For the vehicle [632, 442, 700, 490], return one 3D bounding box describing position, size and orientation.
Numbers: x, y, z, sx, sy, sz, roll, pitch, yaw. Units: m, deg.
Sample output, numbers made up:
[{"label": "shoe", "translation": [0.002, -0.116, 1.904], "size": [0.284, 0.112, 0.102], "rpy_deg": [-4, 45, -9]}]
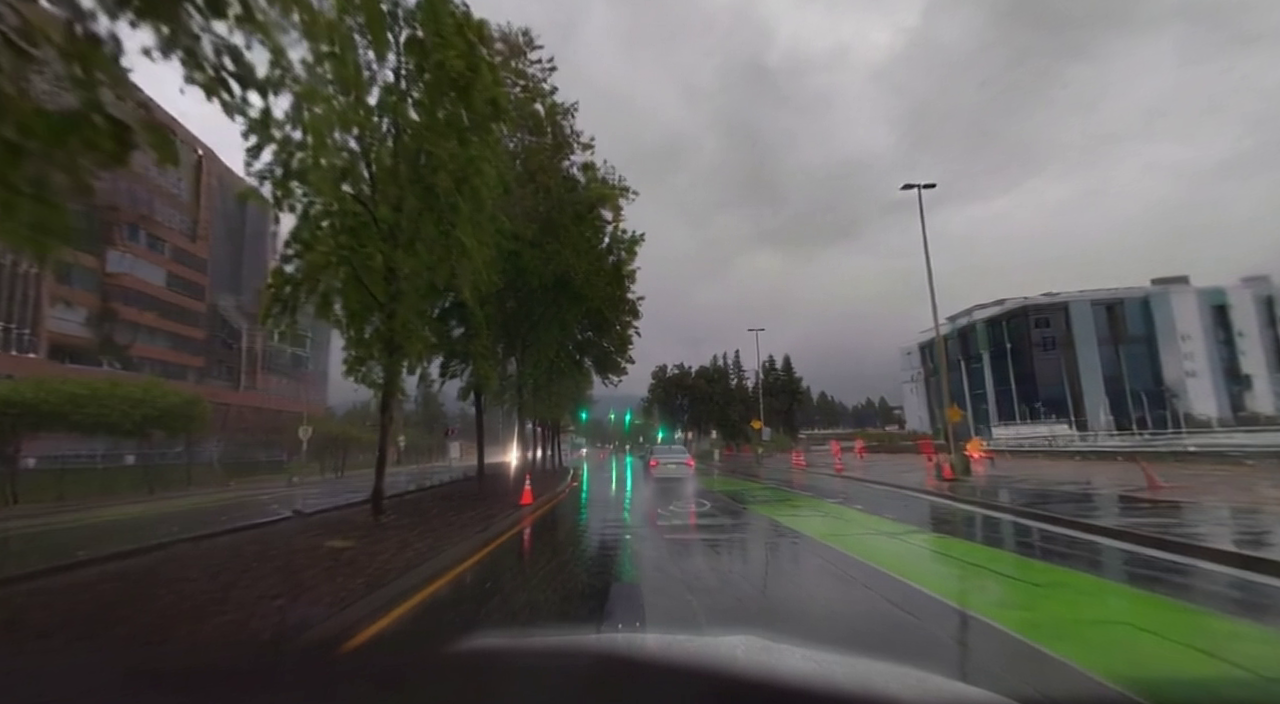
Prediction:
[{"label": "vehicle", "translation": [0.785, 3.957, 22.267], "size": [2.114, 1.493, 4.430], "rpy_deg": [0, -8, -1]}]
